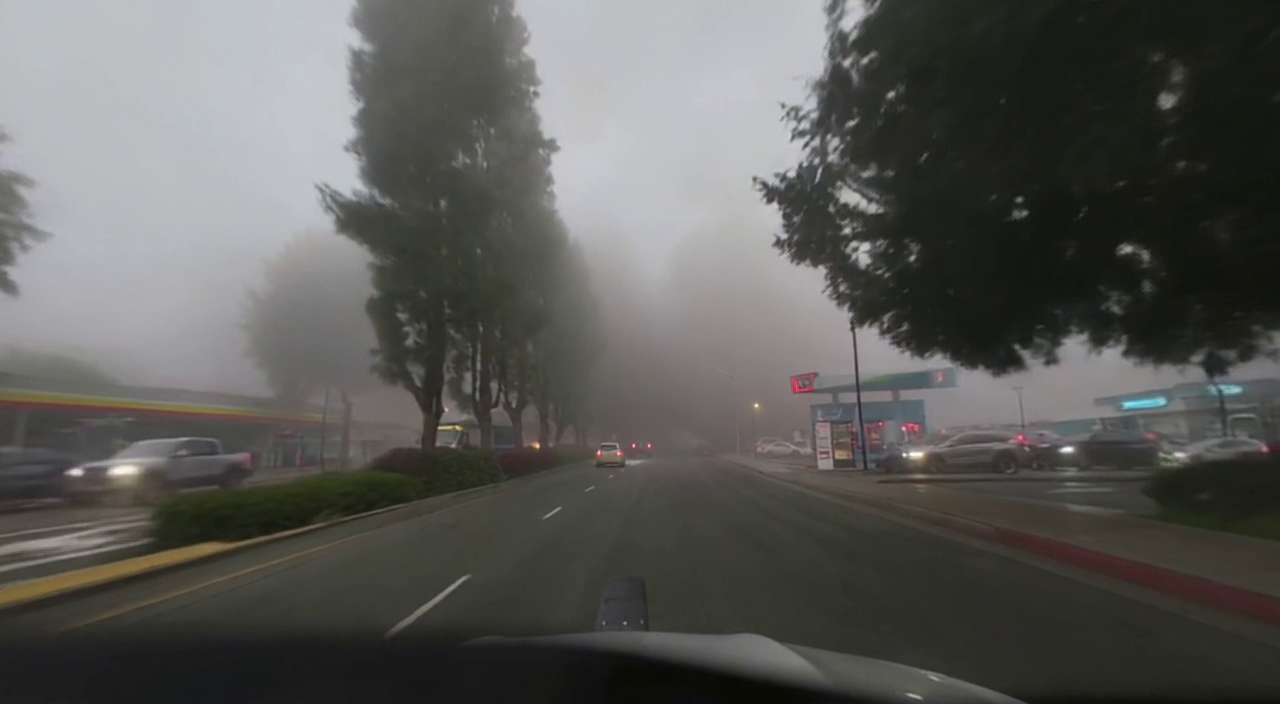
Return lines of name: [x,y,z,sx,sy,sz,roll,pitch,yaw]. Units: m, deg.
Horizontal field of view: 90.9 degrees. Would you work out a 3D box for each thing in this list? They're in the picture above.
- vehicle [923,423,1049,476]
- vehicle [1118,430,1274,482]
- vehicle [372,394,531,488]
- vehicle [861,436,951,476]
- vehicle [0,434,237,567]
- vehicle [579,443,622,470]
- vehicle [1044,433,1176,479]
vehicle: [13.504,3.871,25.102,2.015,1.839,5.416,0,-9,1]
vehicle: [21.832,4.099,25.050,1.922,1.861,4.340,1,-9,-6]
vehicle: [-7.948,4.116,29.347,3.056,3.289,13.199,-2,-8,1]
vehicle: [10.585,4.162,25.489,1.888,1.465,4.727,-1,-9,4]
vehicle: [-8.201,1.939,8.866,2.099,1.467,4.596,-2,-7,0]
vehicle: [-2.123,5.763,34.925,1.959,1.406,4.272,0,-8,2]
vehicle: [18.686,4.159,25.391,1.845,1.650,4.651,-1,-8,3]
